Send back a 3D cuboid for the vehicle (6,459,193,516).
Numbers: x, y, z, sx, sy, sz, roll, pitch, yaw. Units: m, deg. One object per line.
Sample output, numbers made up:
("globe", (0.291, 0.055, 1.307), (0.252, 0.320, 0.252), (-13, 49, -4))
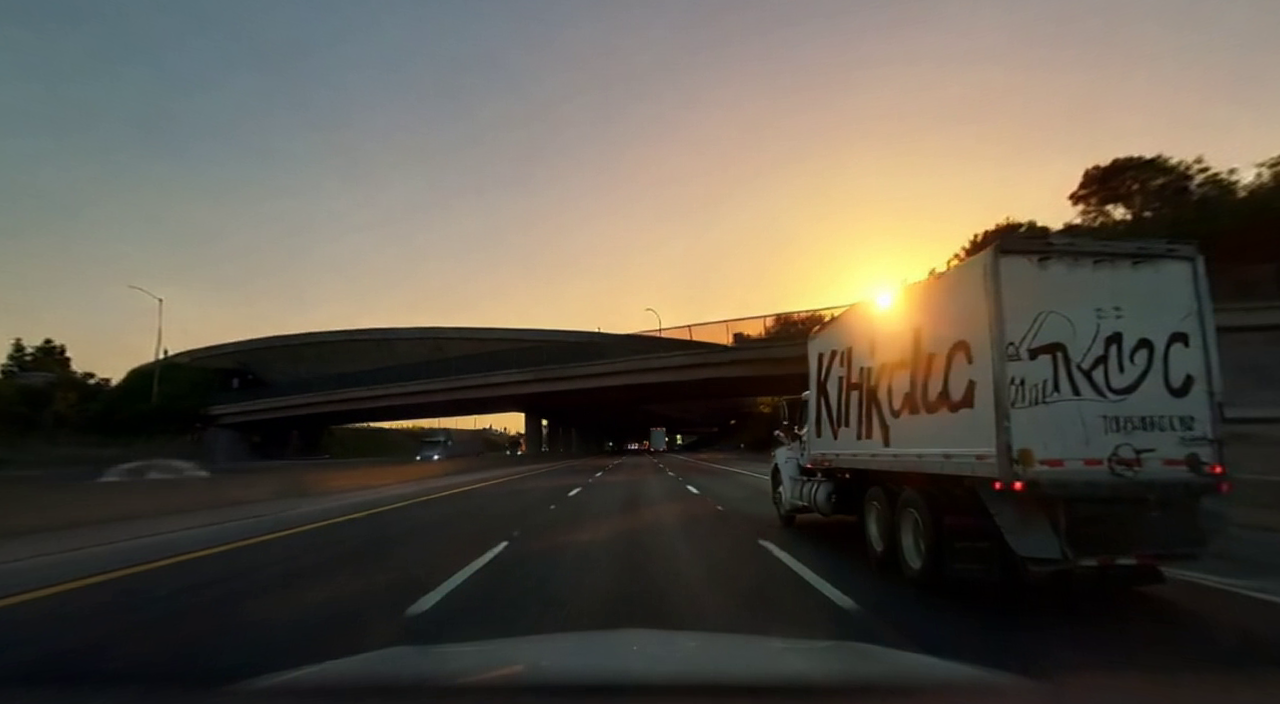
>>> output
("vehicle", (-16.312, 4.073, 19.368), (1.862, 1.471, 4.402), (0, -9, -1))
